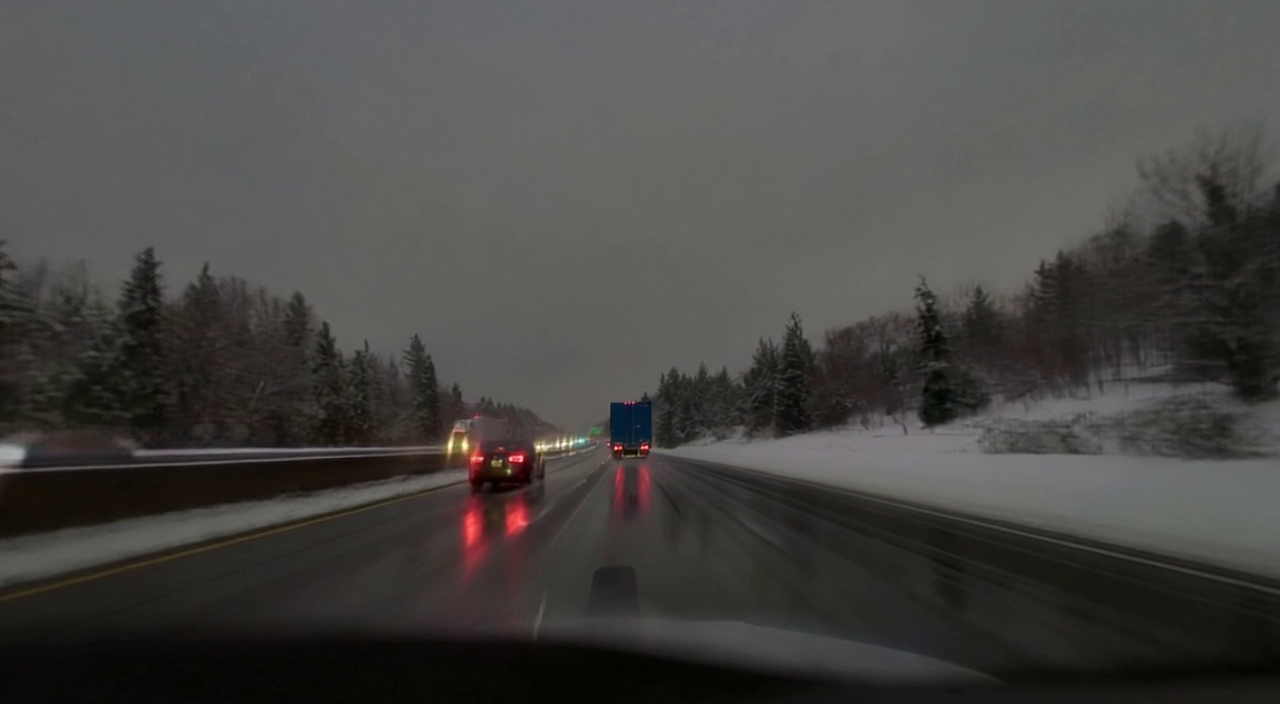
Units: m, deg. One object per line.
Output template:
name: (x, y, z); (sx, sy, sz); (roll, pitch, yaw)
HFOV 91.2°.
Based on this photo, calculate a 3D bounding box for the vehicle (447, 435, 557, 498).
vehicle: (-3.682, 3.149, 17.644); (2.057, 1.519, 4.372); (0, -9, 1)

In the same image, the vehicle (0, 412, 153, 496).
vehicle: (-13.547, 2.261, 13.916); (1.983, 1.629, 4.311); (0, -9, 0)
